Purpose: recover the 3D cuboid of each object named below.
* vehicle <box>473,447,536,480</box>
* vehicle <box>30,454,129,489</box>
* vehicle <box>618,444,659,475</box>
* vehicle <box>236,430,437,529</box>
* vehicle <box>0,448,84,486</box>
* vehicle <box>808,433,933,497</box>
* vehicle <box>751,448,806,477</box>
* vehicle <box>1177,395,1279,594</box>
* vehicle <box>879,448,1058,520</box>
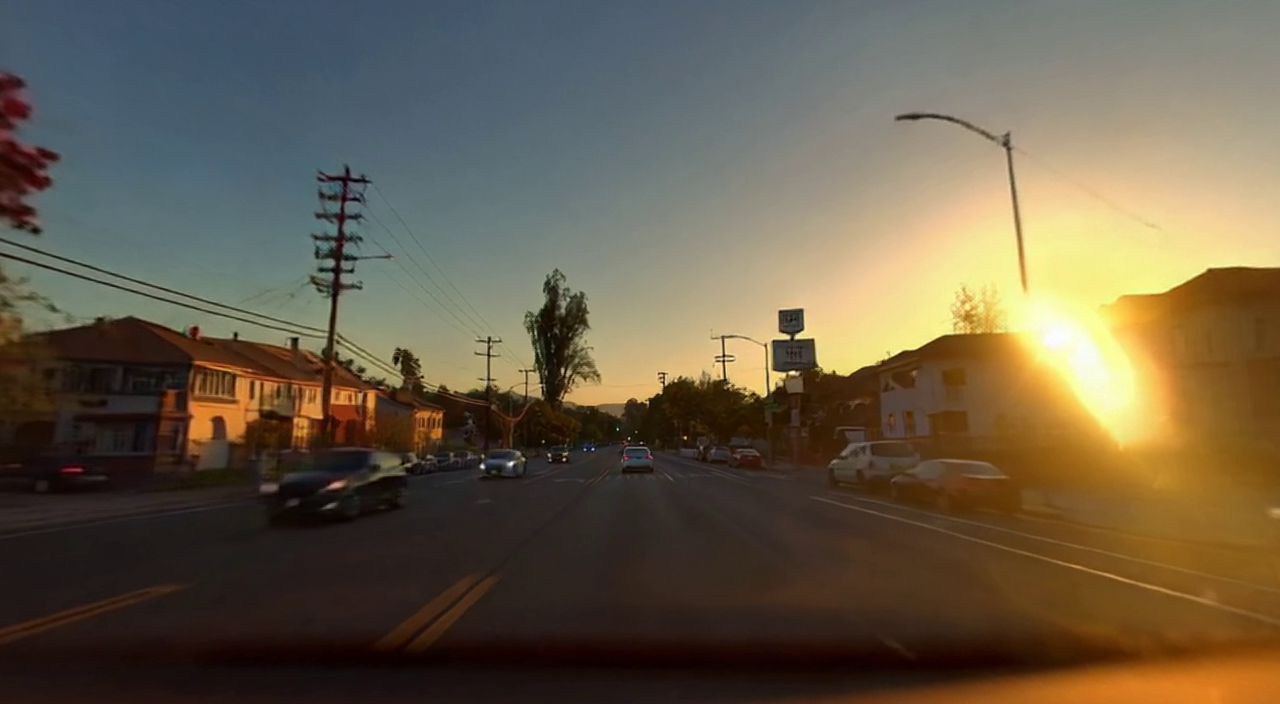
[{"bbox_3d":[-6.507,5.391,30.924,2.018,1.466,4.631,0,-8,1],"label":"vehicle"},{"bbox_3d":[-26.243,5.544,29.556,4.391,1.435,2.011,-5,-10,29],"label":"vehicle"},{"bbox_3d":[-0.121,5.676,33.719,2.067,1.547,4.513,0,-8,-1],"label":"vehicle"},{"bbox_3d":[-6.029,2.557,13.269,2.096,1.702,4.244,0,-8,0],"label":"vehicle"},{"bbox_3d":[-30.683,5.795,32.118,4.448,1.788,2.003,-5,-9,27],"label":"vehicle"},{"bbox_3d":[7.732,3.833,21.909,2.188,1.903,5.324,0,-8,-2],"label":"vehicle"},{"bbox_3d":[7.696,6.166,35.617,1.936,1.479,4.736,0,-8,-1],"label":"vehicle"},{"bbox_3d":[7.727,1.188,4.625,2.370,2.022,5.918,0,-8,0],"label":"vehicle"},{"bbox_3d":[7.806,3.129,15.656,1.833,1.475,4.648,0,-8,-2],"label":"vehicle"}]
